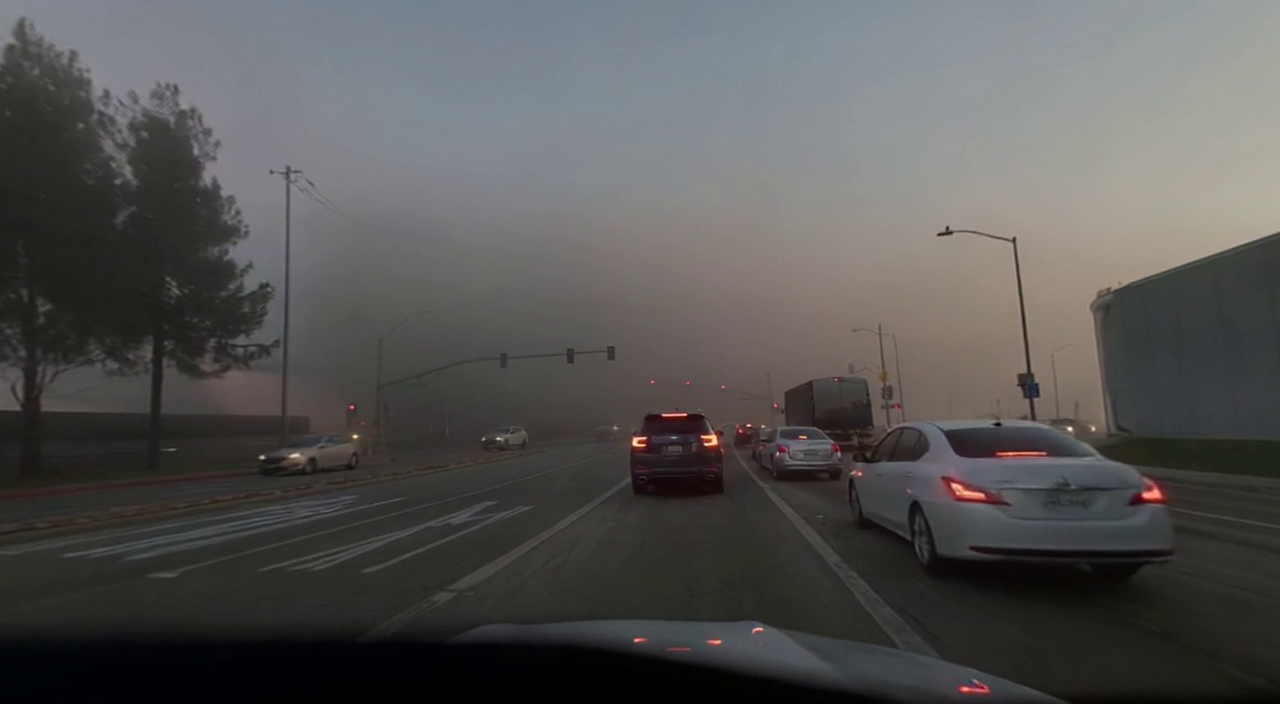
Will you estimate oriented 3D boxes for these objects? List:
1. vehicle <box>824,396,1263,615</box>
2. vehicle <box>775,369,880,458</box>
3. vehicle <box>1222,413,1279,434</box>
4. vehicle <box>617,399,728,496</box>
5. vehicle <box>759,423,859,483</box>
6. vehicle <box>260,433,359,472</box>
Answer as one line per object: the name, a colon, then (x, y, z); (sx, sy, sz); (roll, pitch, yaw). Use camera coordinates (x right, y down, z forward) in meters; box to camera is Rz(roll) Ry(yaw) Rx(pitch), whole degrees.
vehicle: (3.489, 1.416, 6.789); (2.109, 1.500, 4.585); (-1, -9, 7)
vehicle: (9.181, 3.348, 32.138); (2.965, 3.900, 9.064); (0, -9, 3)
vehicle: (49.069, 5.670, 49.725); (1.817, 1.438, 4.643); (-1, -9, 3)
vehicle: (0.884, 2.235, 14.758); (2.188, 1.892, 4.488); (-1, -9, 6)
vehicle: (4.509, 2.785, 17.450); (1.862, 1.451, 4.083); (0, -9, 4)
vehicle: (-15.768, 4.814, 30.331); (1.950, 1.713, 4.406); (-1, -9, 7)
